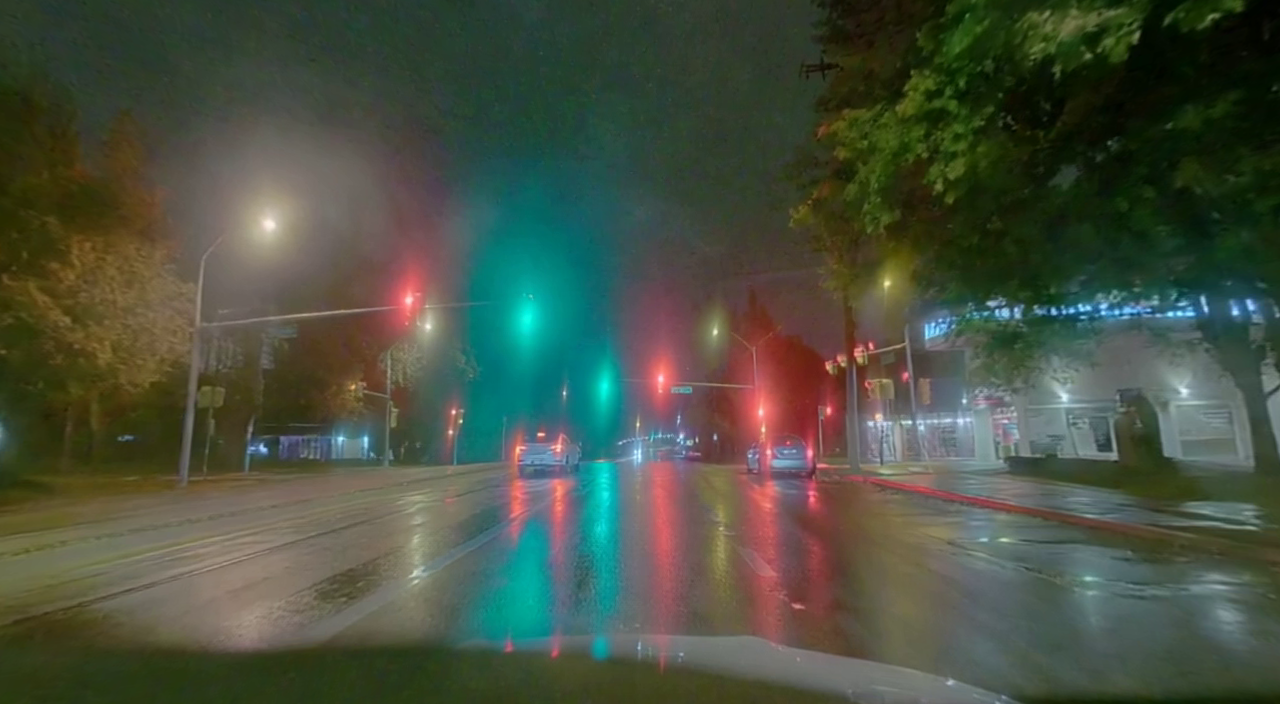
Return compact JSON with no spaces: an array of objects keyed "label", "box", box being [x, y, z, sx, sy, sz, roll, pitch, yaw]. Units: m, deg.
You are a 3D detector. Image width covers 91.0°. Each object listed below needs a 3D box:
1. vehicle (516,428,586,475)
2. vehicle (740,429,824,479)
[{"label":"vehicle","box":[-3.300,3.786,24.121,1.947,1.627,4.248,0,-9,1]},{"label":"vehicle","box":[5.033,3.703,23.054,2.039,1.655,4.495,0,-9,0]}]
